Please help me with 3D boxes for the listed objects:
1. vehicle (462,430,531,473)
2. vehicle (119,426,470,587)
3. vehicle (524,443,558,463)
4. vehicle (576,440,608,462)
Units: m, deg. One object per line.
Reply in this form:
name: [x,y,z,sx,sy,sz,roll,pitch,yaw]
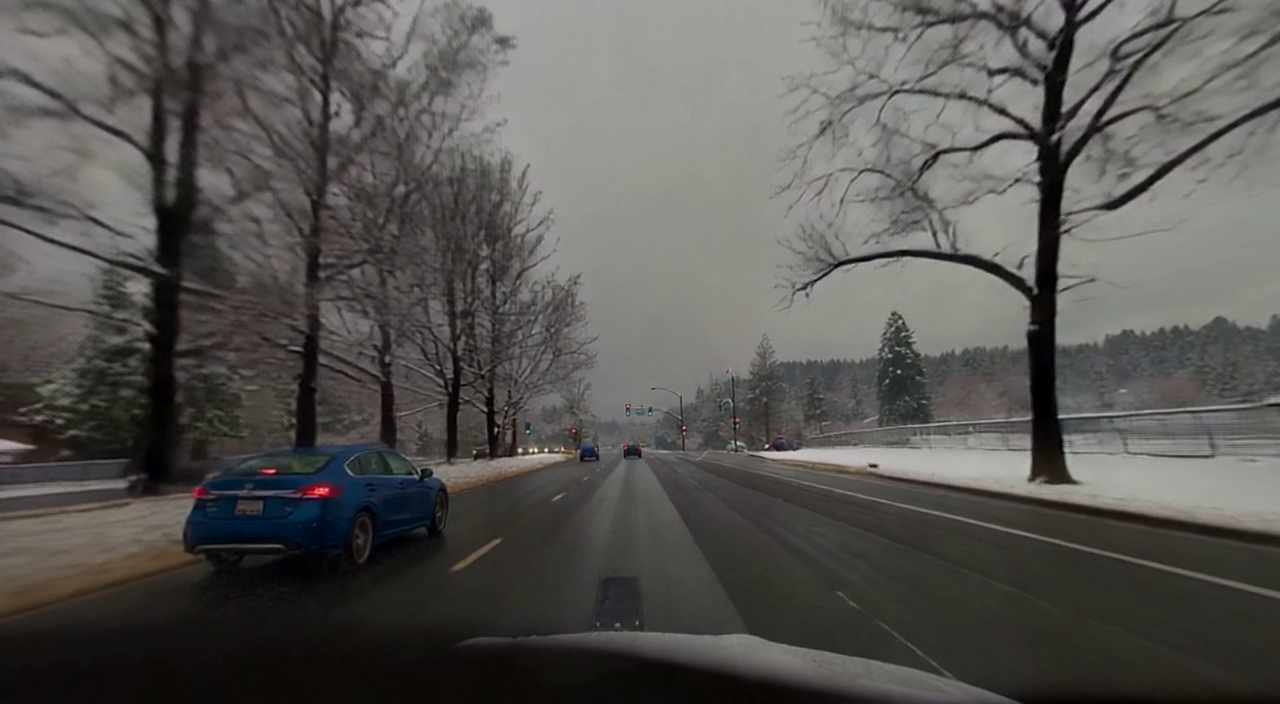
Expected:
vehicle: [-7.449,5.285,33.628,2.274,2.040,6.031,1,-9,0]
vehicle: [-3.705,1.724,7.927,1.905,1.418,4.396,1,-9,0]
vehicle: [-7.769,7.993,49.977,1.920,1.456,4.534,0,-9,0]
vehicle: [-3.591,7.521,48.085,2.103,1.592,4.160,0,-9,1]
